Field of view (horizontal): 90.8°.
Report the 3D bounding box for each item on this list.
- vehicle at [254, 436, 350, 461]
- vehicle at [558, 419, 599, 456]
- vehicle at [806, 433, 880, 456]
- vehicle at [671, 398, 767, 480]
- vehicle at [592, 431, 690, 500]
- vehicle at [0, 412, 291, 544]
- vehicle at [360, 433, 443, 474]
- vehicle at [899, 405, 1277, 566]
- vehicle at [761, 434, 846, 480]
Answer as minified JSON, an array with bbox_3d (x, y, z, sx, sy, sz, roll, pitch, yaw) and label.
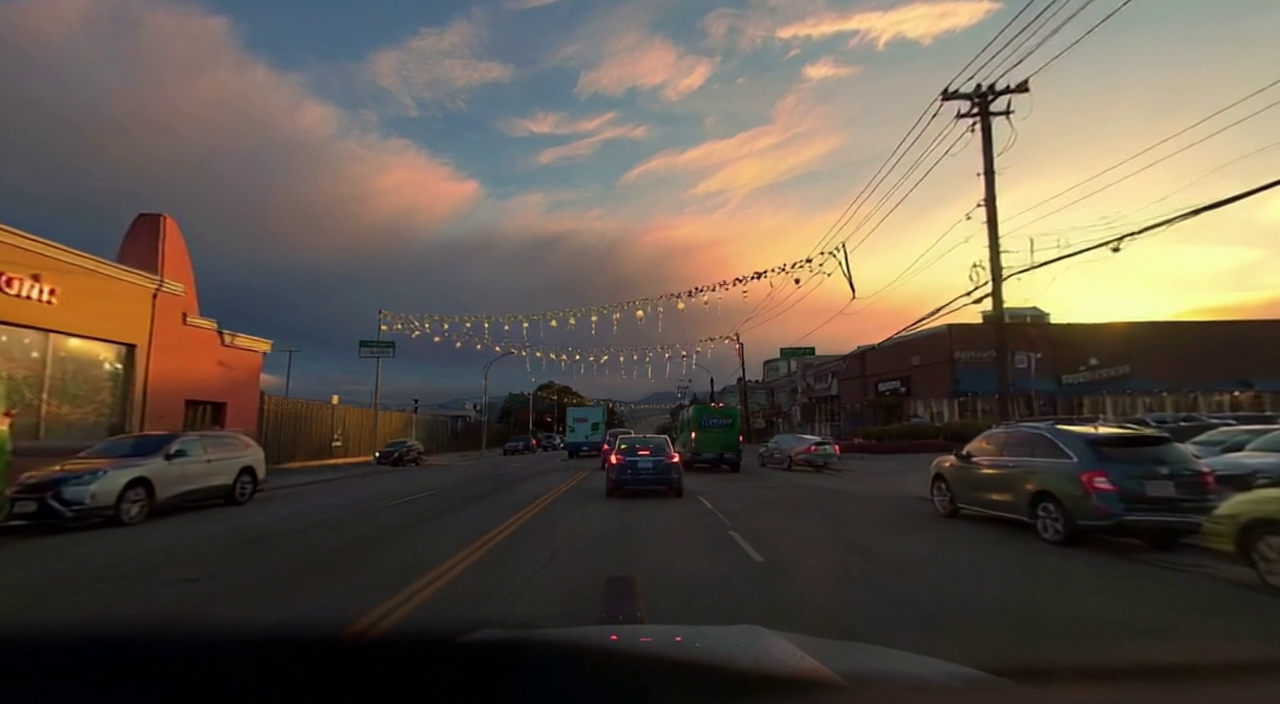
[{"bbox_3d":[-20.949,6.018,39.324,4.877,1.477,1.826,0,-8,-2],"label":"vehicle"},{"bbox_3d":[-4.322,6.207,45.720,2.422,2.461,6.043,0,-8,-1],"label":"vehicle"},{"bbox_3d":[13.171,6.042,41.074,4.185,1.419,1.686,1,-9,-5],"label":"vehicle"},{"bbox_3d":[2.664,3.193,23.118,2.649,2.583,5.800,0,-8,-1],"label":"vehicle"},{"bbox_3d":[-0.080,2.776,15.883,2.112,1.464,4.411,0,-8,-2],"label":"vehicle"},{"bbox_3d":[-9.518,2.265,12.186,2.385,1.915,5.803,0,-8,-2],"label":"vehicle"},{"bbox_3d":[-9.973,4.296,26.799,1.962,1.529,4.109,2,-9,-2],"label":"vehicle"},{"bbox_3d":[6.048,1.855,9.625,2.079,1.788,4.974,0,-8,0],"label":"vehicle"},{"bbox_3d":[5.810,3.784,23.016,1.824,1.481,4.057,0,-8,-3],"label":"vehicle"}]
